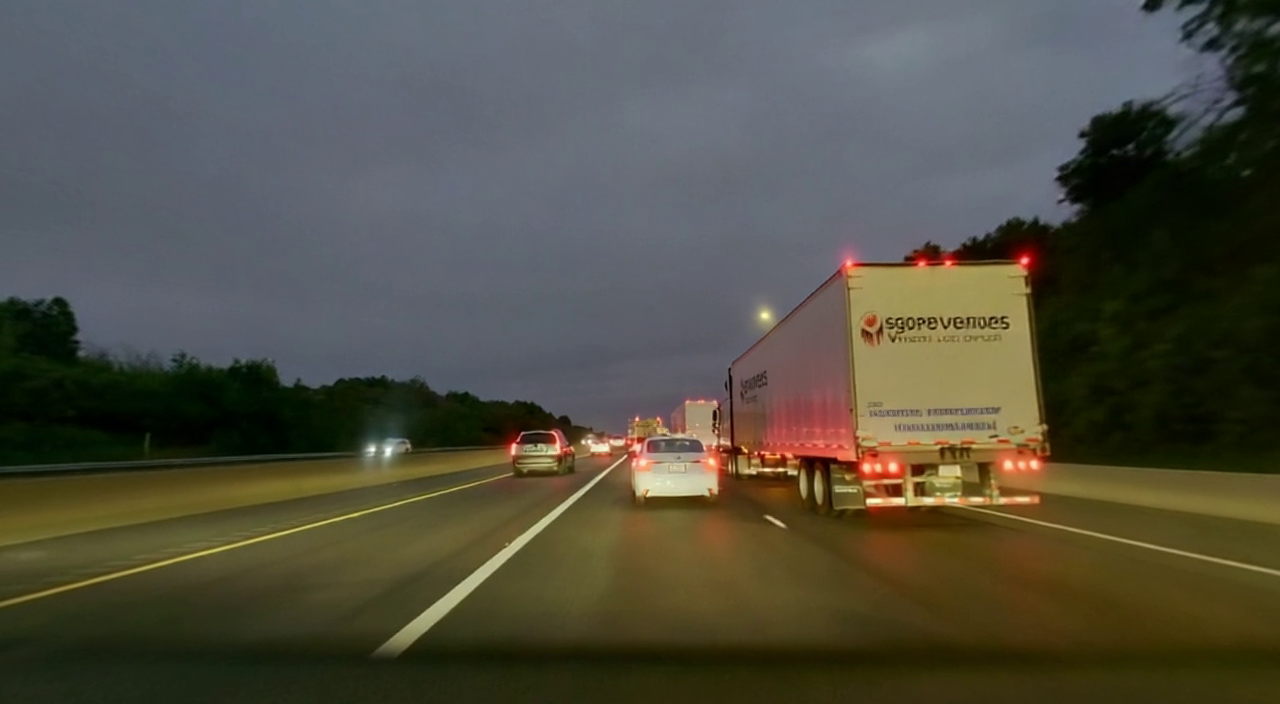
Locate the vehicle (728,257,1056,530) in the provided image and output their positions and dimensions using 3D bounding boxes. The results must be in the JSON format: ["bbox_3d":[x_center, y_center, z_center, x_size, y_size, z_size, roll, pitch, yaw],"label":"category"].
[{"bbox_3d":[4.701,1.515,16.585,2.883,4.070,14.423,0,-8,1],"label":"vehicle"}]

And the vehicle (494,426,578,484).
[{"bbox_3d":[-3.369,3.425,21.344,2.006,1.729,4.447,0,-8,1],"label":"vehicle"}]

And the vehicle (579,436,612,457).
[{"bbox_3d":[-3.454,7.459,49.831,2.181,1.538,4.169,0,-8,1],"label":"vehicle"}]

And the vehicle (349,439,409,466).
[{"bbox_3d":[-14.951,5.747,36.315,1.836,1.429,3.652,0,-8,1],"label":"vehicle"}]

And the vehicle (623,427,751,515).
[{"bbox_3d":[0.810,2.337,13.037,2.200,1.495,4.282,0,-8,0],"label":"vehicle"}]
